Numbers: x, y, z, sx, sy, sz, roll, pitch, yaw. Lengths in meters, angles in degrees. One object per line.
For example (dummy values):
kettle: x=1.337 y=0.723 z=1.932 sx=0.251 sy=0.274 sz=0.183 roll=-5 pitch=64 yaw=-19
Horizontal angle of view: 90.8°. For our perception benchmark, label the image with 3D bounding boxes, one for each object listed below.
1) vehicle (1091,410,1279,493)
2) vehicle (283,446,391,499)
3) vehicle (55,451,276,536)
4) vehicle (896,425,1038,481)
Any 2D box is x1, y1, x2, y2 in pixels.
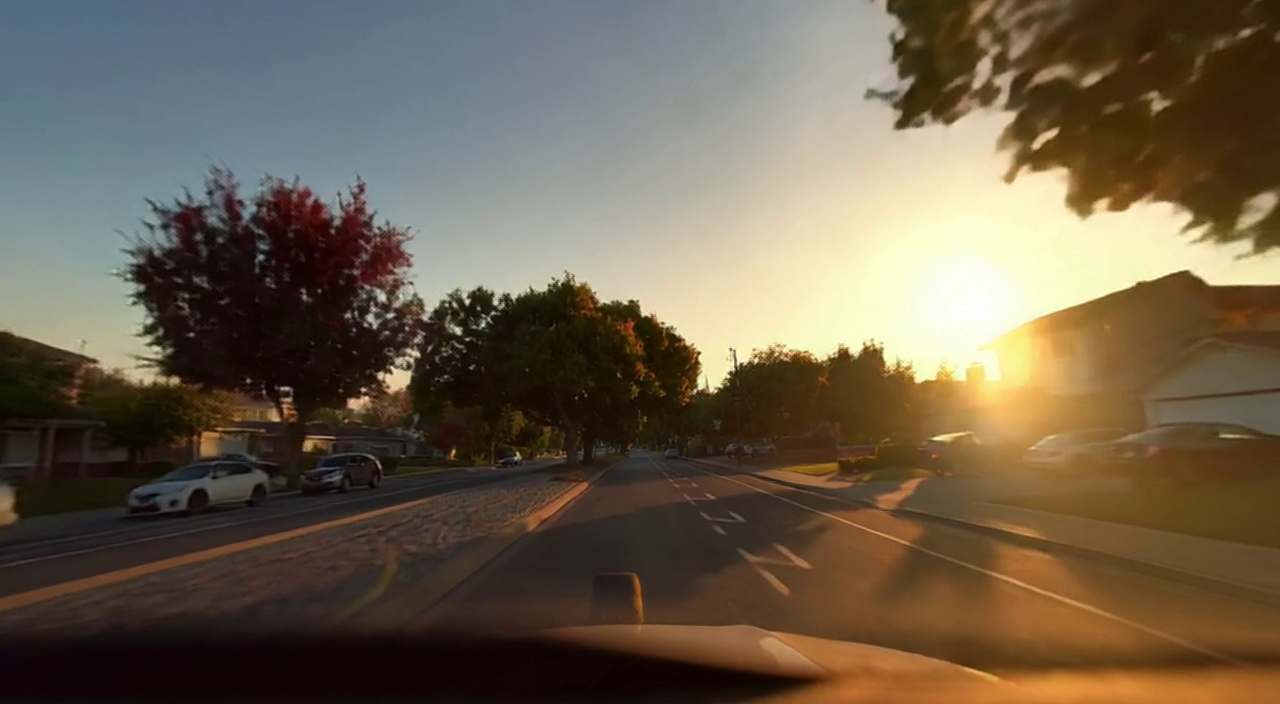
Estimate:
vehicle: x=14.585 y=2.486 z=16.112 sx=4.498 sy=1.831 sz=2.059 roll=-2 pitch=-8 yaw=-1
vehicle: x=-12.218 y=4.852 z=25.882 sx=2.105 sy=1.930 sz=4.541 roll=0 pitch=-9 yaw=0
vehicle: x=-12.059 y=3.545 z=16.655 sx=2.007 sy=1.663 sz=5.077 roll=-2 pitch=-7 yaw=-1
vehicle: x=12.263 y=3.787 z=23.887 sx=4.194 sy=1.850 sz=1.951 roll=-2 pitch=-8 yaw=-4
